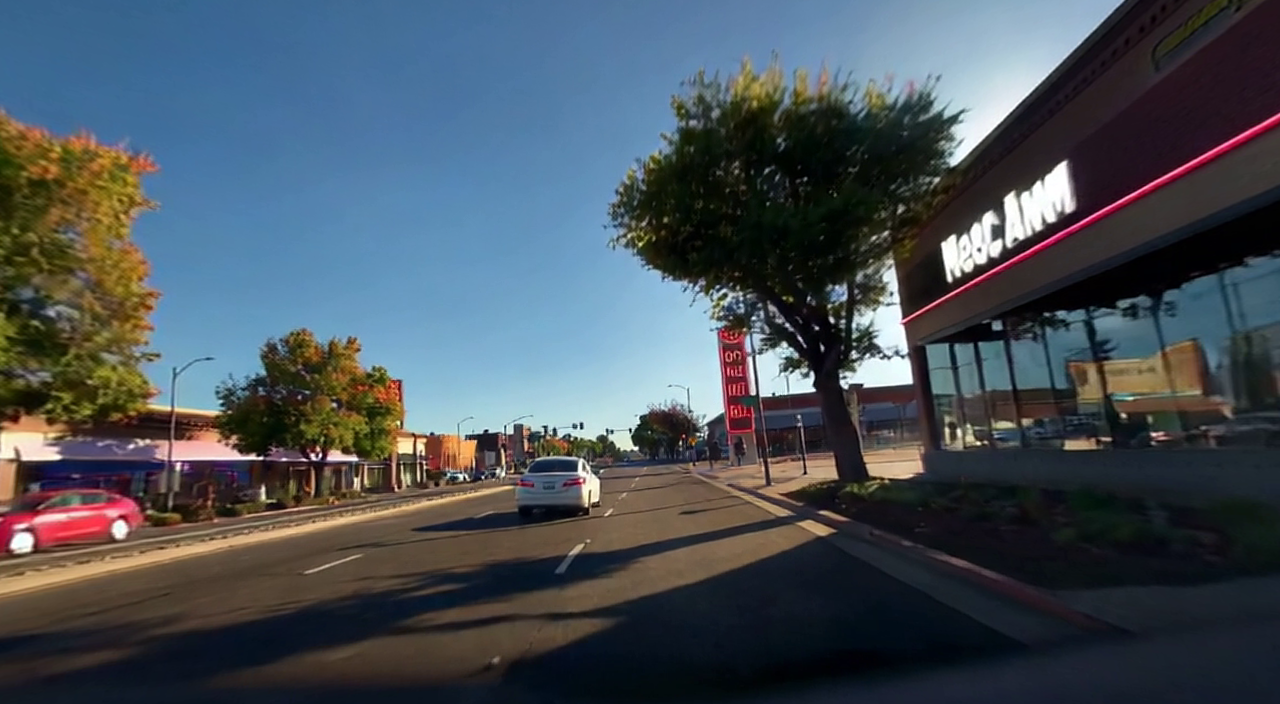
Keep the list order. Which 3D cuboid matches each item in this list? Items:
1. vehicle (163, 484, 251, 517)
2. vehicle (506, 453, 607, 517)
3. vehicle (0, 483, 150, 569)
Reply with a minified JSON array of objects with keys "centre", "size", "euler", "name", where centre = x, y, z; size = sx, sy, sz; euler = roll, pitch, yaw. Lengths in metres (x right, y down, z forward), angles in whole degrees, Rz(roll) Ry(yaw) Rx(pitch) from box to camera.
[{"centre":[-28.710,9.829,42.085],"size":[1.984,1.726,4.592],"euler":[-1,-8,11],"name":"vehicle"},{"centre":[-2.062,3.434,16.798],"size":[1.977,1.451,4.032],"euler":[0,-9,2],"name":"vehicle"},{"centre":[-13.443,3.717,13.712],"size":[1.922,1.481,4.441],"euler":[0,-9,2],"name":"vehicle"}]
